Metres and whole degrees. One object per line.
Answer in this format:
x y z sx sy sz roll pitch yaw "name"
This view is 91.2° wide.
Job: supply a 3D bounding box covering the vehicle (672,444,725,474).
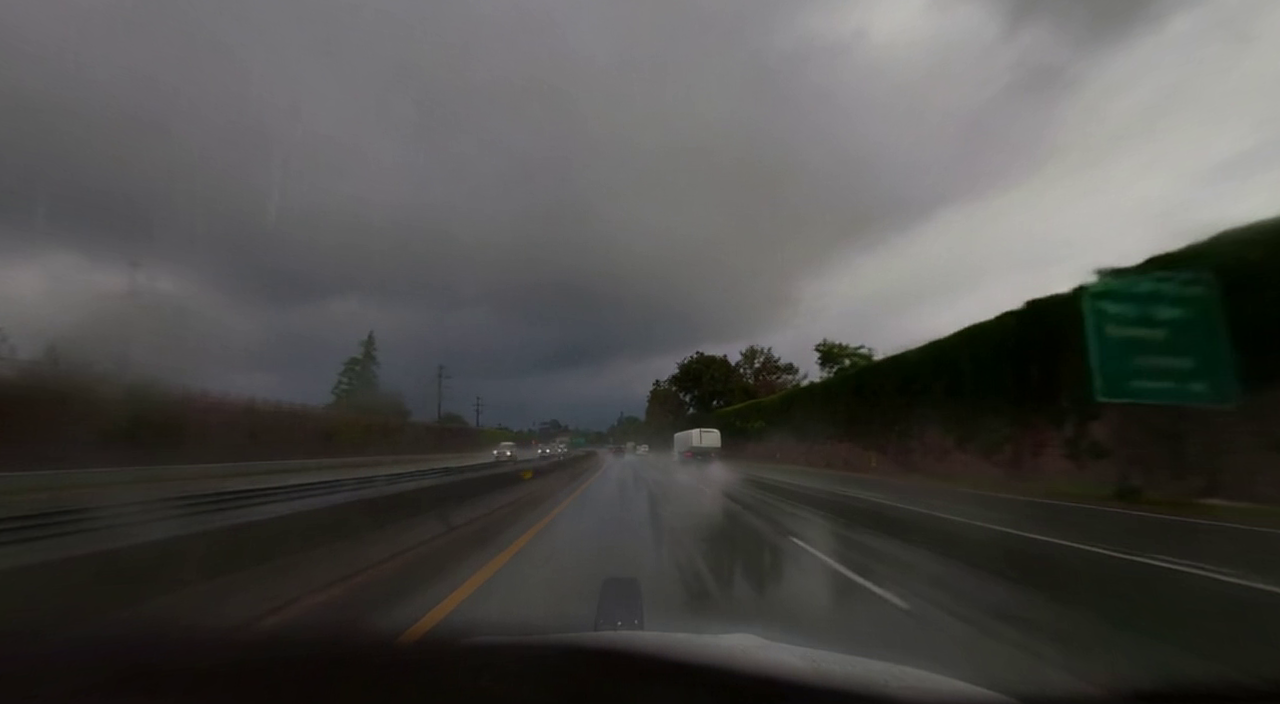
3.083 5.747 33.938 2.244 1.498 4.338 0 -9 -3 "vehicle"
